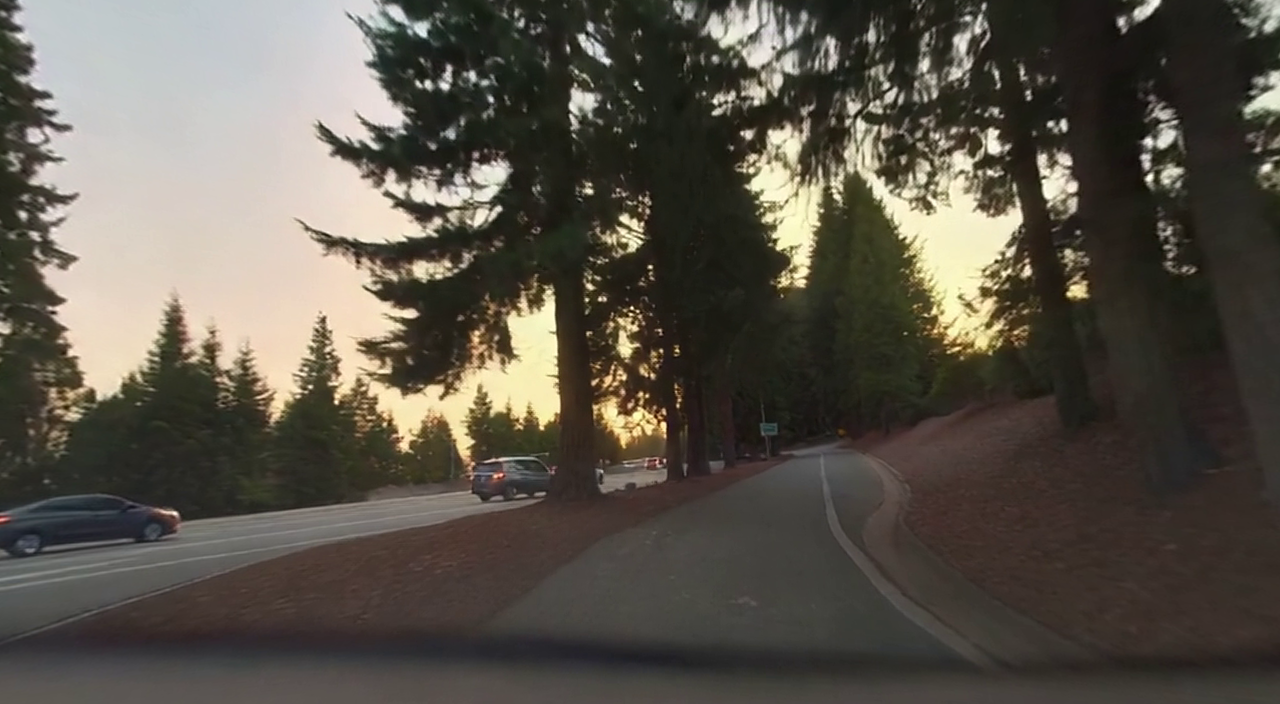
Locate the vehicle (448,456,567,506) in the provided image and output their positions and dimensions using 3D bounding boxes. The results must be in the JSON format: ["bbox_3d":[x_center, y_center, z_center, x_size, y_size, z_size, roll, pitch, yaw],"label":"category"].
[{"bbox_3d":[-5.114,5.046,25.236,2.049,1.699,4.860,-5,-10,27],"label":"vehicle"}]

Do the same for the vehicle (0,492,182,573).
[{"bbox_3d":[-14.812,4.504,15.977,1.886,1.535,4.742,-5,-10,29],"label":"vehicle"}]

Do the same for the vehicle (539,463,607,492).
[{"bbox_3d":[-3.855,7.292,37.060,1.829,1.470,4.460,-5,-10,26],"label":"vehicle"}]
